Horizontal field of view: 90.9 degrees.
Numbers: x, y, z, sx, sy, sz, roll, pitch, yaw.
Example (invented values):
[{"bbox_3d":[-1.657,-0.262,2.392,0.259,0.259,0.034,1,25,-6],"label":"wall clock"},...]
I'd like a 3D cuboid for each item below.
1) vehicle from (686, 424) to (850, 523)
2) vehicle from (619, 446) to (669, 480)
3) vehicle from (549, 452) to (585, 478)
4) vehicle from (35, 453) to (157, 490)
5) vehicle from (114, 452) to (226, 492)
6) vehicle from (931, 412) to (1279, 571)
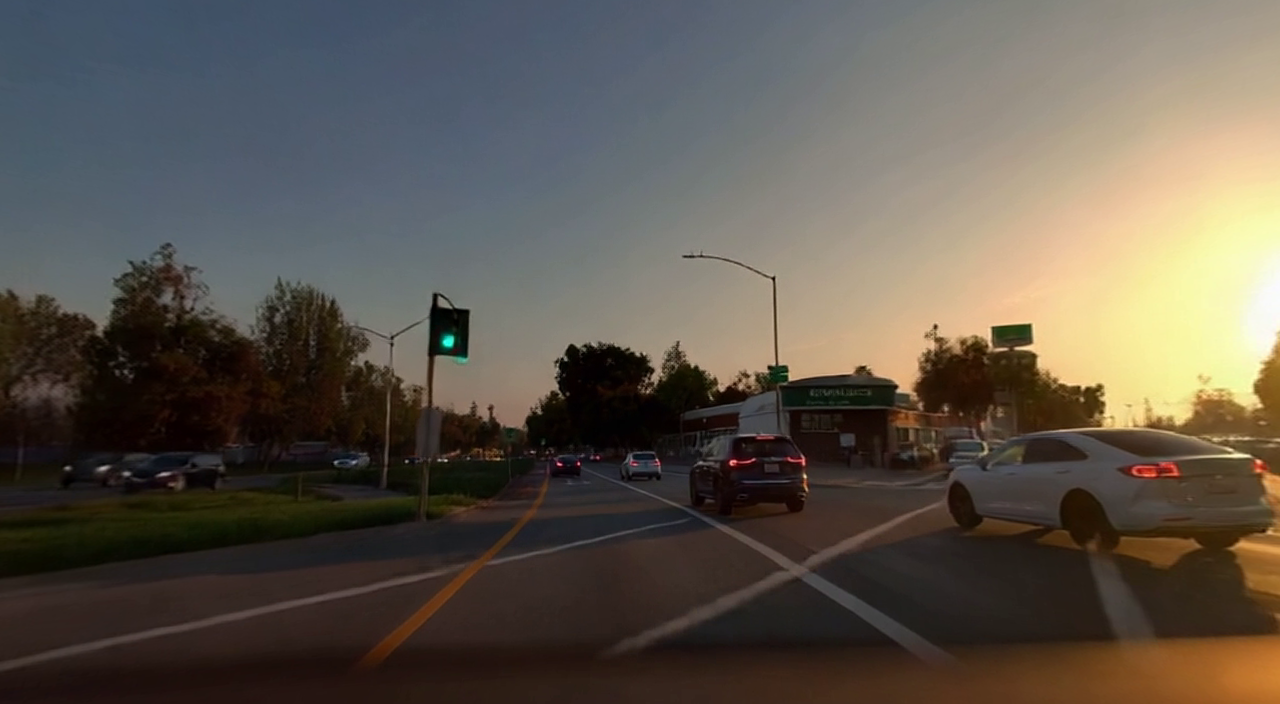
[{"bbox_3d":[2.521,2.553,13.883,2.184,1.777,4.712,1,-8,-6],"label":"vehicle"},{"bbox_3d":[0.133,5.720,32.896,2.012,1.612,4.114,2,-8,-9],"label":"vehicle"},{"bbox_3d":[-4.733,7.205,40.457,2.107,1.527,4.174,1,-8,-8],"label":"vehicle"},{"bbox_3d":[-25.049,5.486,29.265,2.009,1.525,4.346,1,-8,-5],"label":"vehicle"},{"bbox_3d":[-20.932,5.314,28.362,1.871,1.581,4.635,1,-8,-6],"label":"vehicle"},{"bbox_3d":[6.072,1.740,8.657,1.881,1.604,4.289,1,-8,-3],"label":"vehicle"}]
